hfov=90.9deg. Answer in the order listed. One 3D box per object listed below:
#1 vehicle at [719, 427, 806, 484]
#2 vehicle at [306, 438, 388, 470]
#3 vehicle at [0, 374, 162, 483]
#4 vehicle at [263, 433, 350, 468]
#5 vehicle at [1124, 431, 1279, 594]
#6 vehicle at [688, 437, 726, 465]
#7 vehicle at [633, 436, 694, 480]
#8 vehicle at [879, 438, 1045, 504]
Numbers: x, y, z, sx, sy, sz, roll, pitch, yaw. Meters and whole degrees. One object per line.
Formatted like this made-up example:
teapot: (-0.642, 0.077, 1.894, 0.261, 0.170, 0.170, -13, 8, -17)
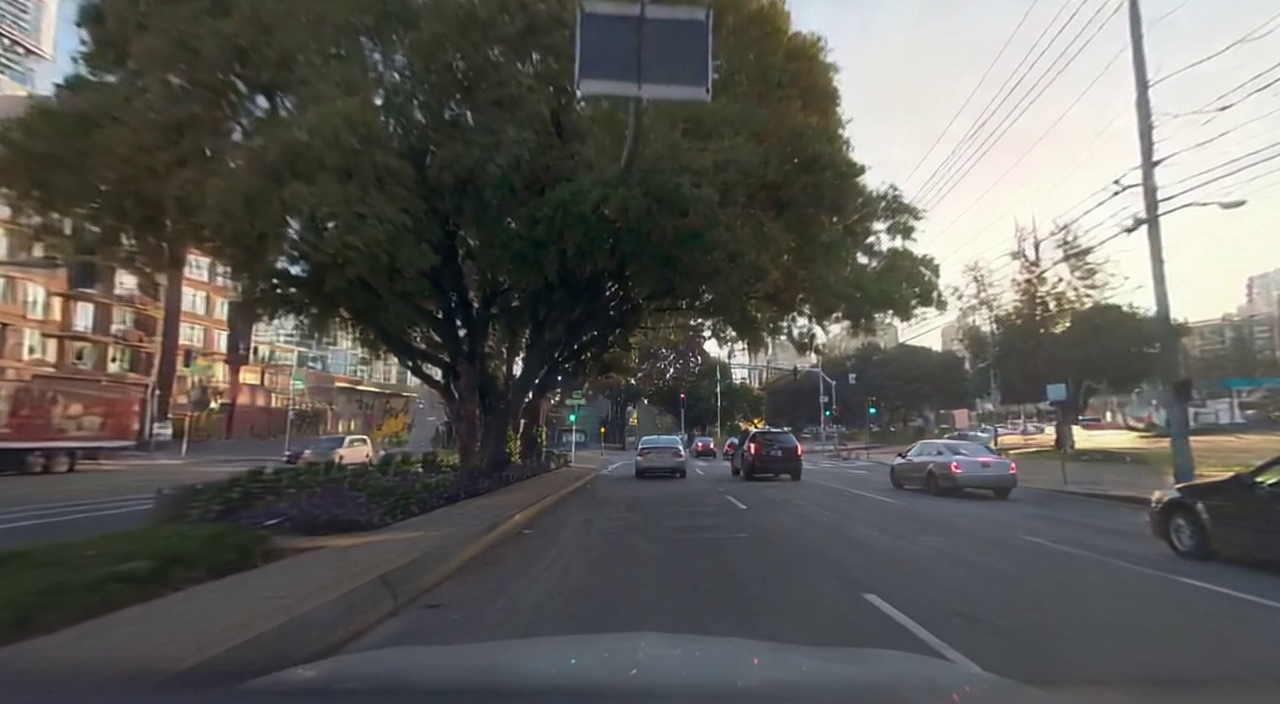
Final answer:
vehicle: (4.223, 3.667, 22.653, 2.119, 1.810, 4.848, 0, -8, -1)
vehicle: (-14.184, 4.955, 30.833, 1.827, 1.469, 4.476, 0, -8, 0)
vehicle: (-21.321, 2.345, 19.308, 3.354, 3.314, 12.985, 0, -8, -1)
vehicle: (-17.984, 5.331, 34.332, 2.076, 1.762, 4.895, 0, -8, 0)
vehicle: (6.782, 1.405, 5.309, 1.866, 1.471, 4.478, 0, -8, 0)
vehicle: (4.155, 6.220, 39.647, 1.896, 1.612, 4.203, 0, -8, 0)
vehicle: (0.861, 4.063, 24.463, 2.168, 1.527, 4.174, 0, -8, 1)
vehicle: (8.092, 3.012, 16.459, 1.882, 1.463, 4.543, 0, -8, -1)
